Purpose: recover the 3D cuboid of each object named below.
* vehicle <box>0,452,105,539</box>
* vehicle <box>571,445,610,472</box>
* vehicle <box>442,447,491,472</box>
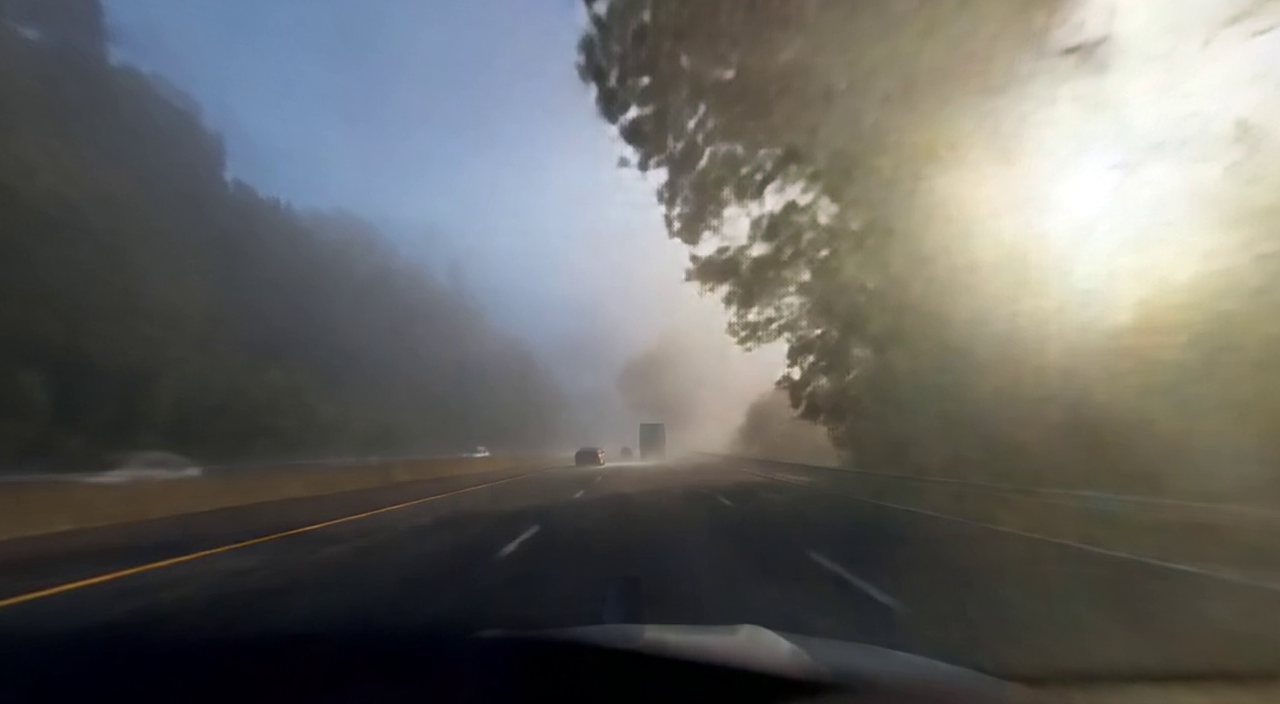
[{"bbox_3d":[-12.031,2.442,10.650,1.841,1.487,4.687,0,-9,1],"label":"vehicle"},{"bbox_3d":[-3.114,6.851,40.706,2.057,1.618,4.212,0,-9,1],"label":"vehicle"},{"bbox_3d":[-11.480,7.144,42.035,1.961,1.550,4.218,0,-9,1],"label":"vehicle"}]
